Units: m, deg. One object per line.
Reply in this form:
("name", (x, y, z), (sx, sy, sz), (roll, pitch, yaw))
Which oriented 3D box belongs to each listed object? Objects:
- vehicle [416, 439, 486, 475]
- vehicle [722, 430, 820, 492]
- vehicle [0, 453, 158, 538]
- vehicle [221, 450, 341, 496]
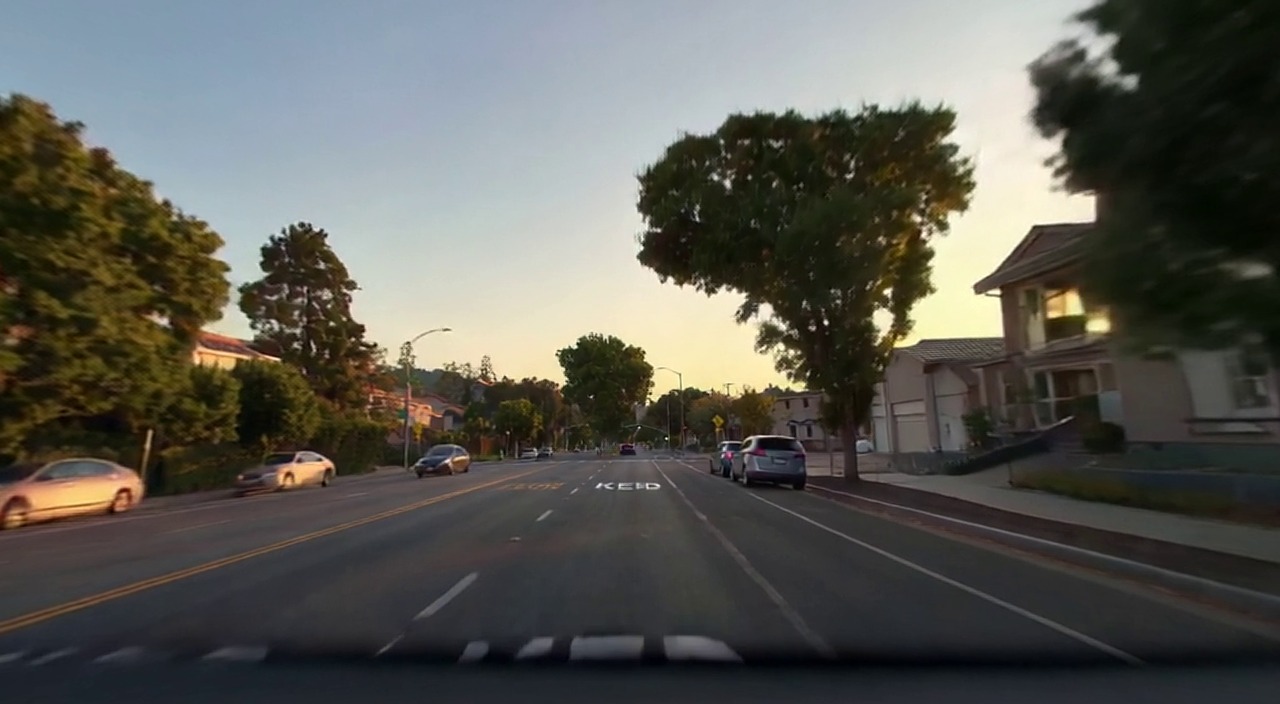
("vehicle", (-9.764, 5.474, 33.080), (2.252, 1.737, 4.544), (0, -8, 0))
("vehicle", (4.084, 3.497, 20.661), (2.220, 1.752, 4.782), (0, -8, 0))
("vehicle", (-14.036, 3.172, 14.461), (2.163, 1.641, 4.875), (0, -8, 0))
("vehicle", (-14.059, 4.720, 25.161), (1.983, 1.608, 4.699), (0, -8, 0))
